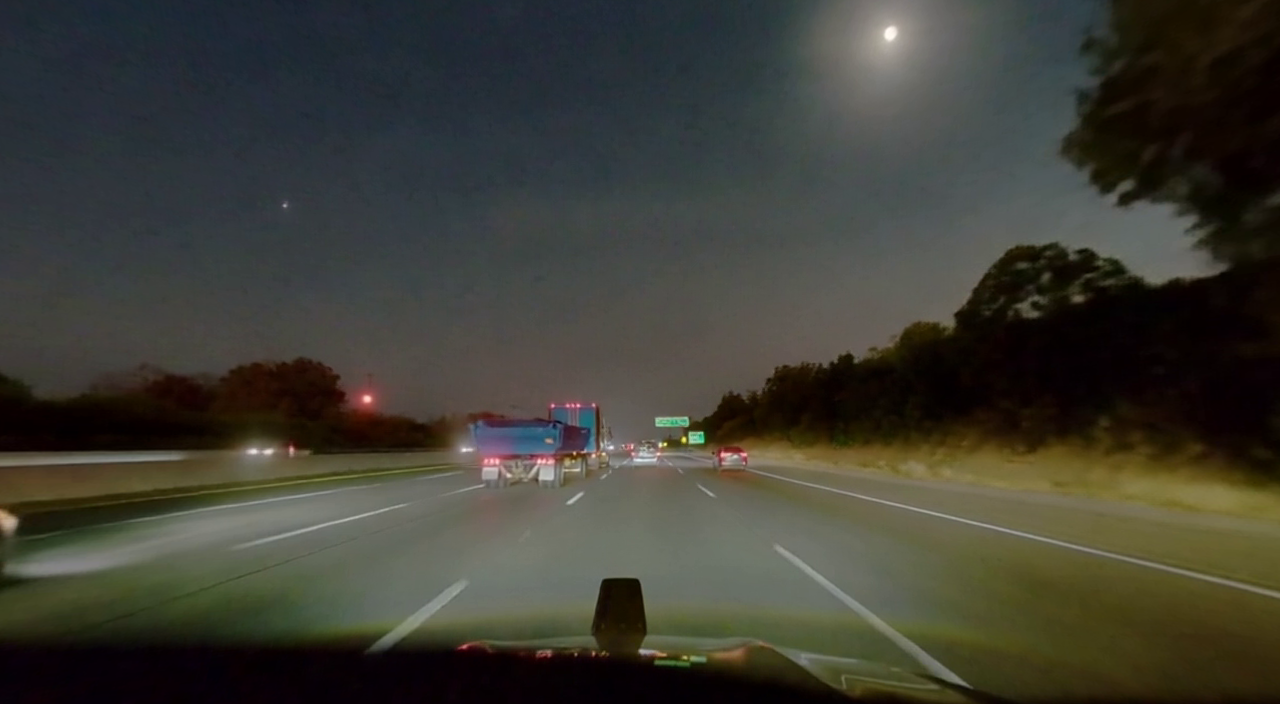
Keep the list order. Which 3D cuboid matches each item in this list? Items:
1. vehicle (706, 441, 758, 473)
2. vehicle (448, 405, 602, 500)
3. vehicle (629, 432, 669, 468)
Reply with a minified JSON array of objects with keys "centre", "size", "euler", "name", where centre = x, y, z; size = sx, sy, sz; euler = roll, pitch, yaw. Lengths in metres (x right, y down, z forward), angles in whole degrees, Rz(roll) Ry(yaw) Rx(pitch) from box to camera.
[{"centre":[4.646,5.340,32.320],"size":[1.993,1.474,4.230],"euler":[0,-8,0],"name":"vehicle"},{"centre":[-3.424,3.769,24.355],"size":[2.854,2.379,16.653],"euler":[0,-8,0],"name":"vehicle"},{"centre":[0.588,6.095,39.348],"size":[2.309,2.023,5.130],"euler":[-1,-8,1],"name":"vehicle"}]
